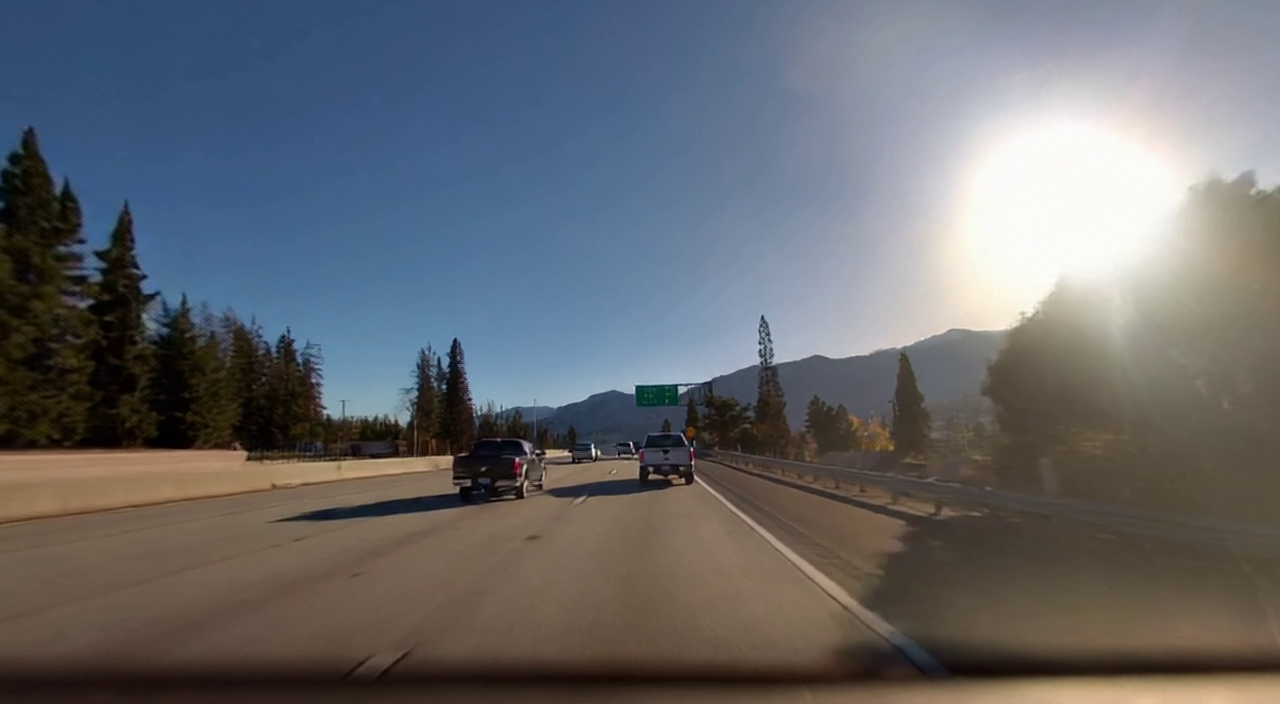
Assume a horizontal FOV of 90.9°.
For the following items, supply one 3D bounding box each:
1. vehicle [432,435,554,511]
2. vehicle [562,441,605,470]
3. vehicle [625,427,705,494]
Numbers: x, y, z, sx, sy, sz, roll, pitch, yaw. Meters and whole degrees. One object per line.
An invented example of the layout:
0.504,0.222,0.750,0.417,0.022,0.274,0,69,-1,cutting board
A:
-3.428,2.906,15.579,1.959,1.604,4.065,-1,-9,1,vehicle
-3.314,6.186,37.855,2.106,1.651,4.040,-1,-9,2,vehicle
0.746,3.449,20.421,2.229,1.837,5.387,-1,-9,1,vehicle
